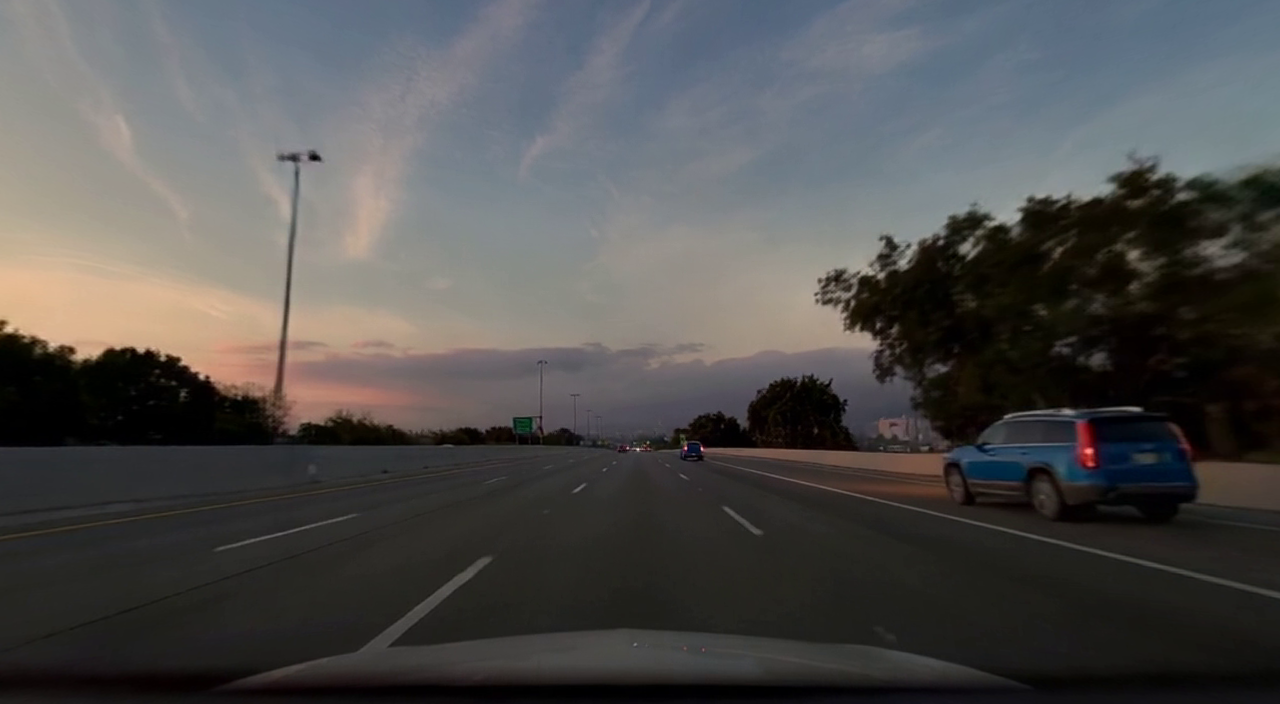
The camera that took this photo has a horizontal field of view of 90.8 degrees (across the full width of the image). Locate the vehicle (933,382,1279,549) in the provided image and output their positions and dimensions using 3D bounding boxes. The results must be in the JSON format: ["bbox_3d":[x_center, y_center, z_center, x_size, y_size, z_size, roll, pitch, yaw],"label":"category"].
[{"bbox_3d":[6.706,1.670,9.792,2.065,1.953,4.605,0,-8,0],"label":"vehicle"}]

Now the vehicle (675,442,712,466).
[{"bbox_3d":[3.464,6.712,41.761,2.000,1.533,3.770,0,-8,-1],"label":"vehicle"}]
